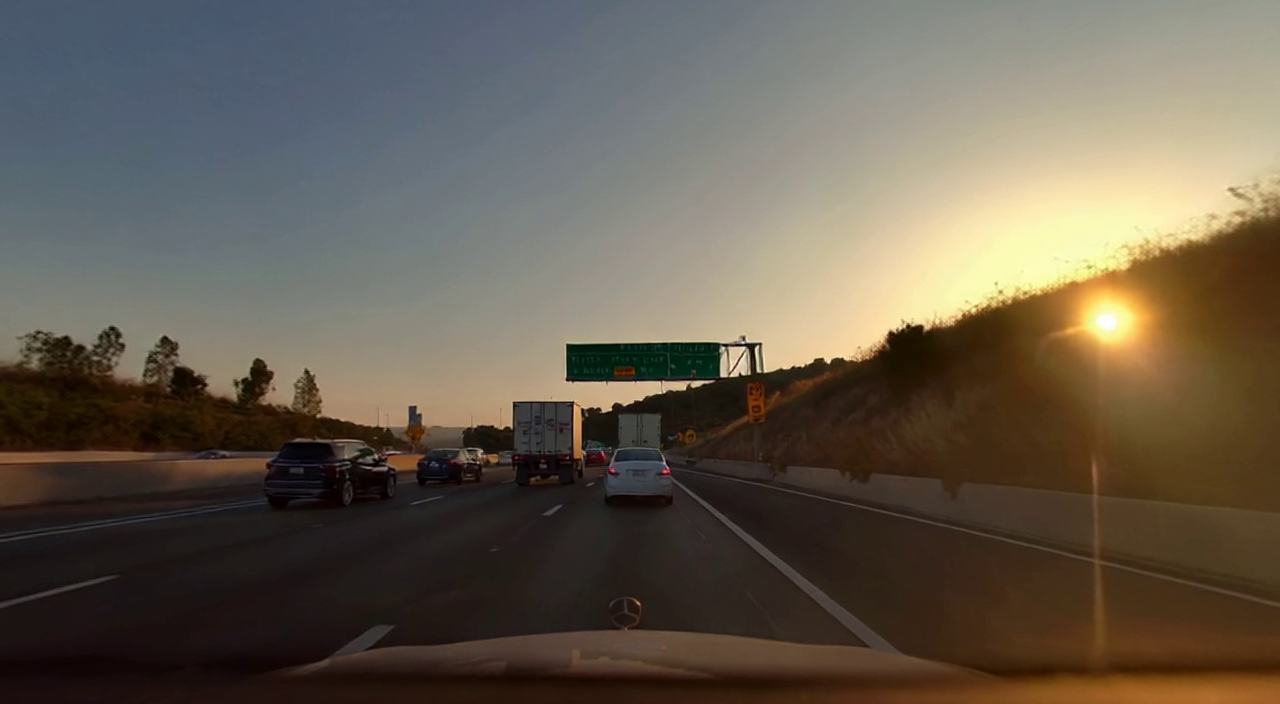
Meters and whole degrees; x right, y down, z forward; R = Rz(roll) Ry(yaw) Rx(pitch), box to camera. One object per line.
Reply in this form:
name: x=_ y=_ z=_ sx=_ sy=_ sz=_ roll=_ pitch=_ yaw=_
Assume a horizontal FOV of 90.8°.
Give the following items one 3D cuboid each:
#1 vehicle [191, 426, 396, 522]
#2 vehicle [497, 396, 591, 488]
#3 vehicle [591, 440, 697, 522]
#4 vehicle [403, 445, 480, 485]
vehicle: x=-7.237 y=2.587 z=13.828 sx=1.952 sy=1.746 sz=4.332 roll=-1 pitch=-9 yaw=1
vehicle: x=-3.789 y=3.847 z=26.811 sx=2.812 sy=3.342 sz=7.248 roll=-1 pitch=-9 yaw=0
vehicle: x=0.047 y=2.689 z=13.570 sx=1.995 sy=1.495 sz=3.380 roll=0 pitch=-9 yaw=-1
vehicle: x=-8.039 y=4.603 z=25.919 sx=1.880 sy=1.512 sz=3.758 roll=-1 pitch=-9 yaw=1
